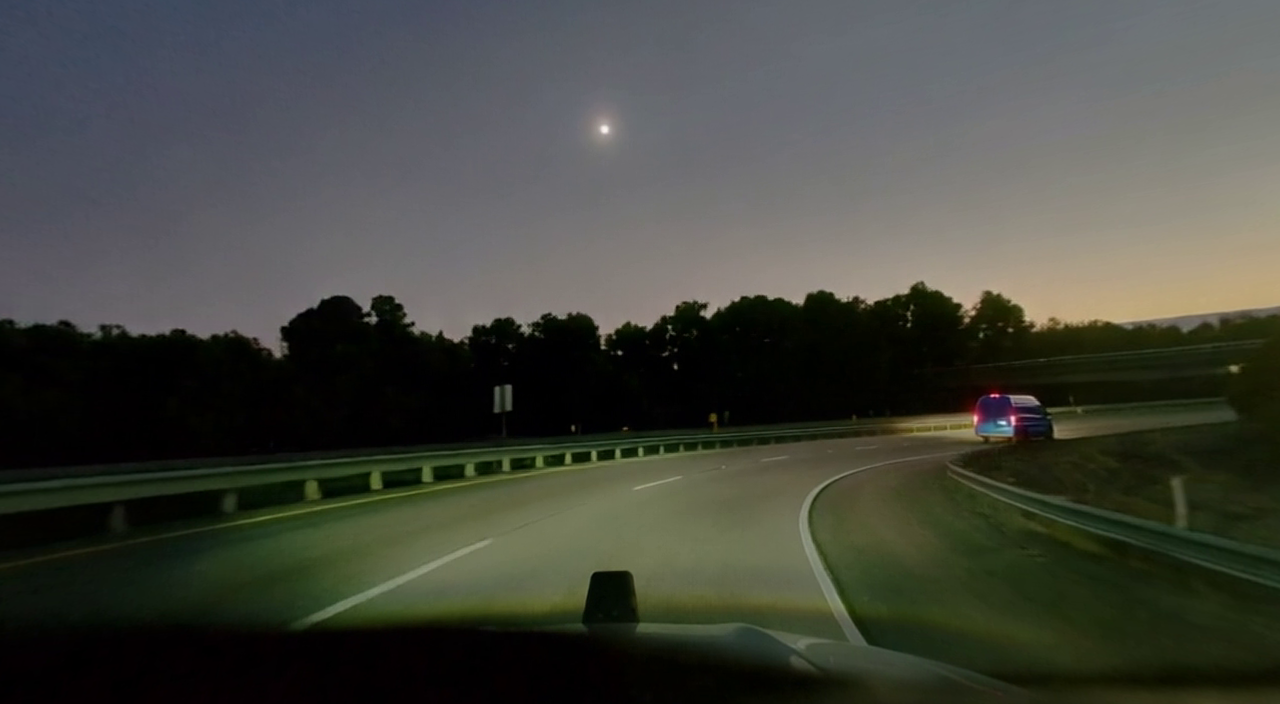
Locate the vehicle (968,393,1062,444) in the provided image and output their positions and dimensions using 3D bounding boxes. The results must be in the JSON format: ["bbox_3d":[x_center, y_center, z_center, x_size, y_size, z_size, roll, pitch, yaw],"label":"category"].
[{"bbox_3d":[20.580,3.698,34.524,5.330,2.577,2.352,5,-9,-35],"label":"vehicle"}]
